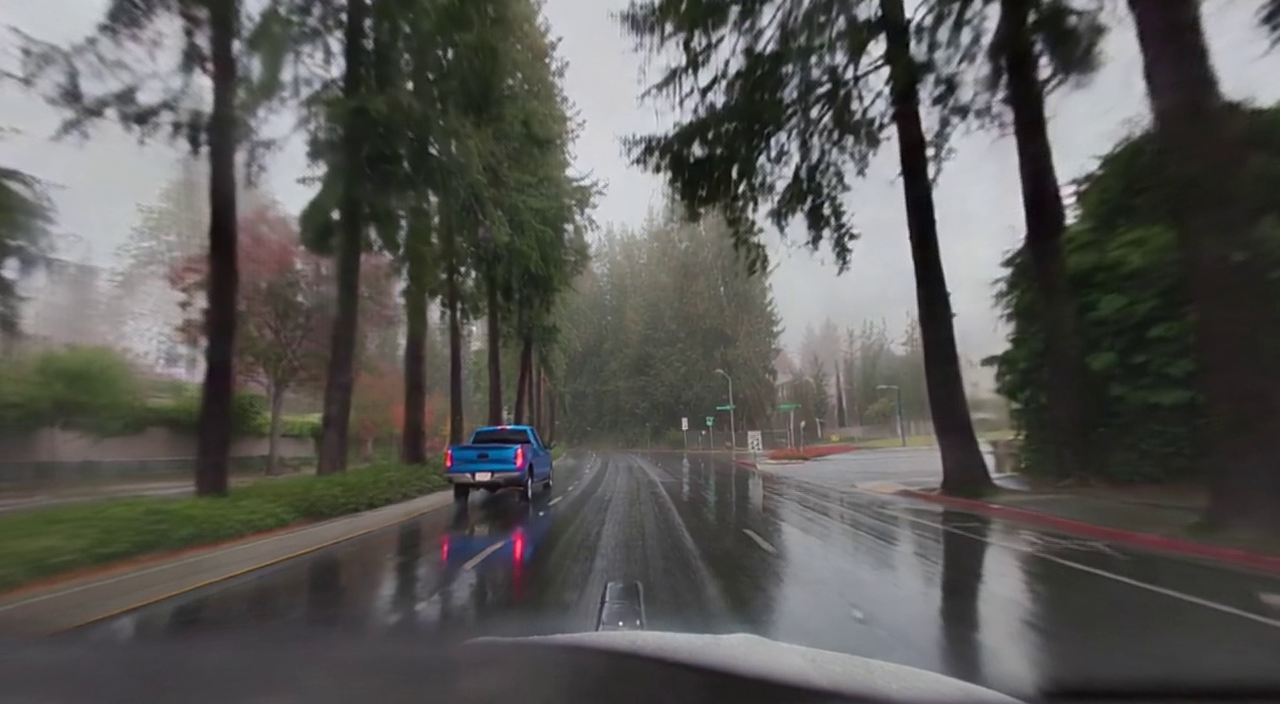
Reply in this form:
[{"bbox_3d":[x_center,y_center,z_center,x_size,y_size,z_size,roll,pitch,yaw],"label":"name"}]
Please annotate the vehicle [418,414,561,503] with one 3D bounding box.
[{"bbox_3d":[-3.569,2.715,16.564,2.267,1.849,6.402,0,-8,-1],"label":"vehicle"}]
